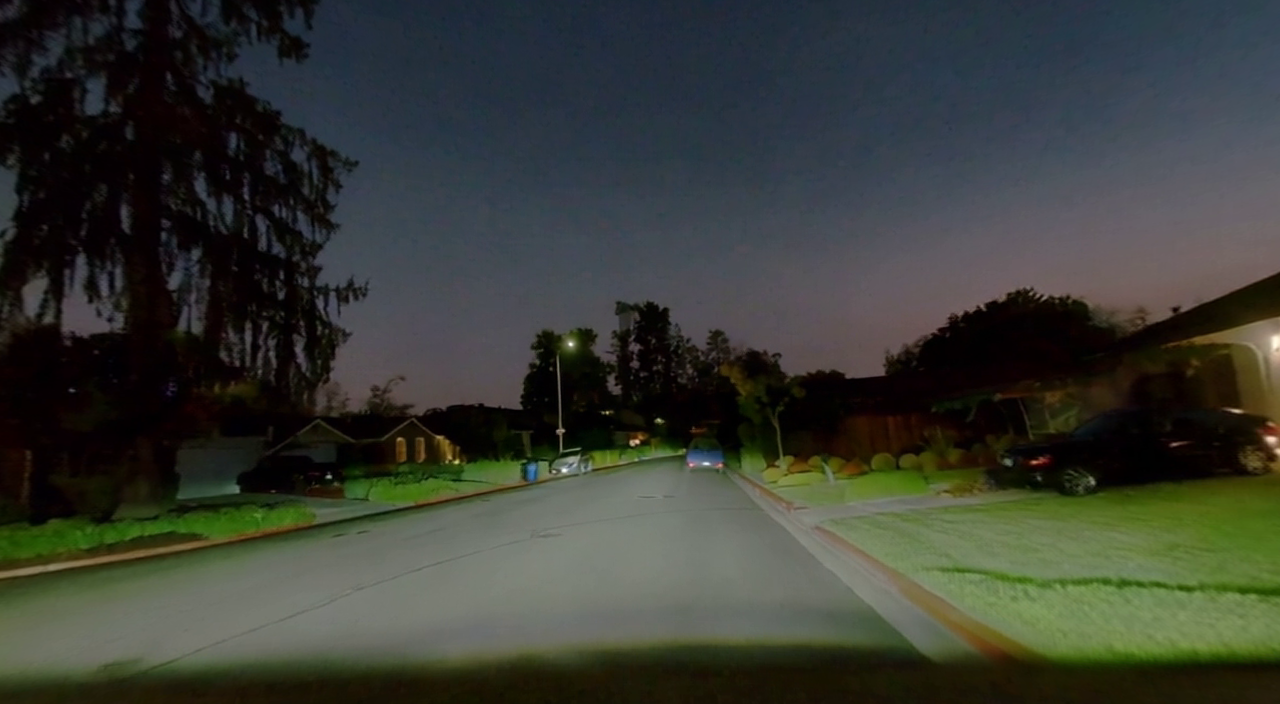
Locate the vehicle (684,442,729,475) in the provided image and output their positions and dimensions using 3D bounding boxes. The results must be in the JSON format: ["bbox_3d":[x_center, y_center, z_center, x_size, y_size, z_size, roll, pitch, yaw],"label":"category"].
[{"bbox_3d":[3.307,5.397,32.149,2.005,1.553,3.984,-1,-9,3],"label":"vehicle"}]

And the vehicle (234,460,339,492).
[{"bbox_3d":[-18.300,6.410,32.779,4.404,1.495,1.844,-1,-9,5],"label":"vehicle"}]

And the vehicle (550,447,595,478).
[{"bbox_3d":[-4.474,7.392,42.661,2.208,1.834,4.675,-4,-9,3],"label":"vehicle"}]
